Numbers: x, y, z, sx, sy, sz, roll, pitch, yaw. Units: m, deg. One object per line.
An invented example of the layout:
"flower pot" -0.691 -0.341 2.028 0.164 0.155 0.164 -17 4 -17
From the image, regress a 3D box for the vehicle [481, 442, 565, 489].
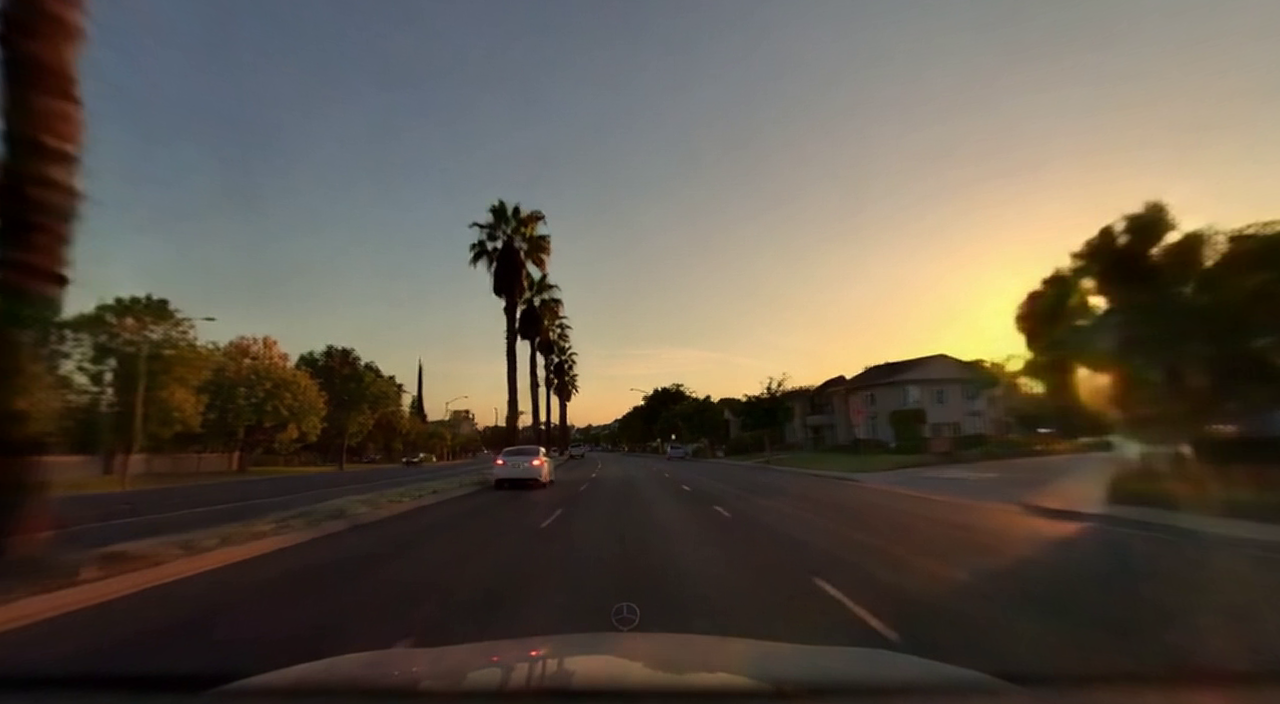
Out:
"vehicle" -3.944 3.941 22.198 2.108 1.475 4.555 0 -9 0
